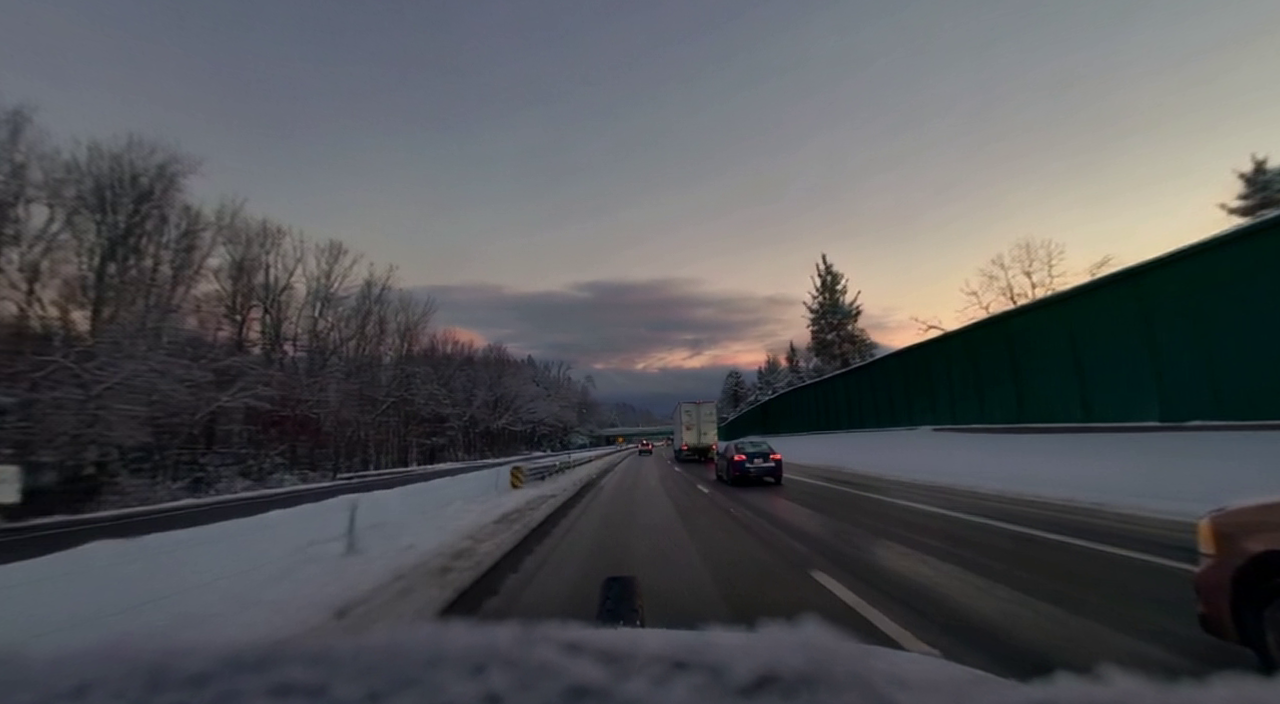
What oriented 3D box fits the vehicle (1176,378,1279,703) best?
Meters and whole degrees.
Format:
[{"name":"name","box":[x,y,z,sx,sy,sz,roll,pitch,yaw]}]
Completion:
[{"name":"vehicle","box":[3.996,0.687,1.430,1.940,1.539,4.005,0,-8,-1]}]

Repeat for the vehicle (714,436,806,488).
[{"name":"vehicle","box":[3.689,3.471,20.261,2.000,1.473,4.440,0,-8,-1]}]
